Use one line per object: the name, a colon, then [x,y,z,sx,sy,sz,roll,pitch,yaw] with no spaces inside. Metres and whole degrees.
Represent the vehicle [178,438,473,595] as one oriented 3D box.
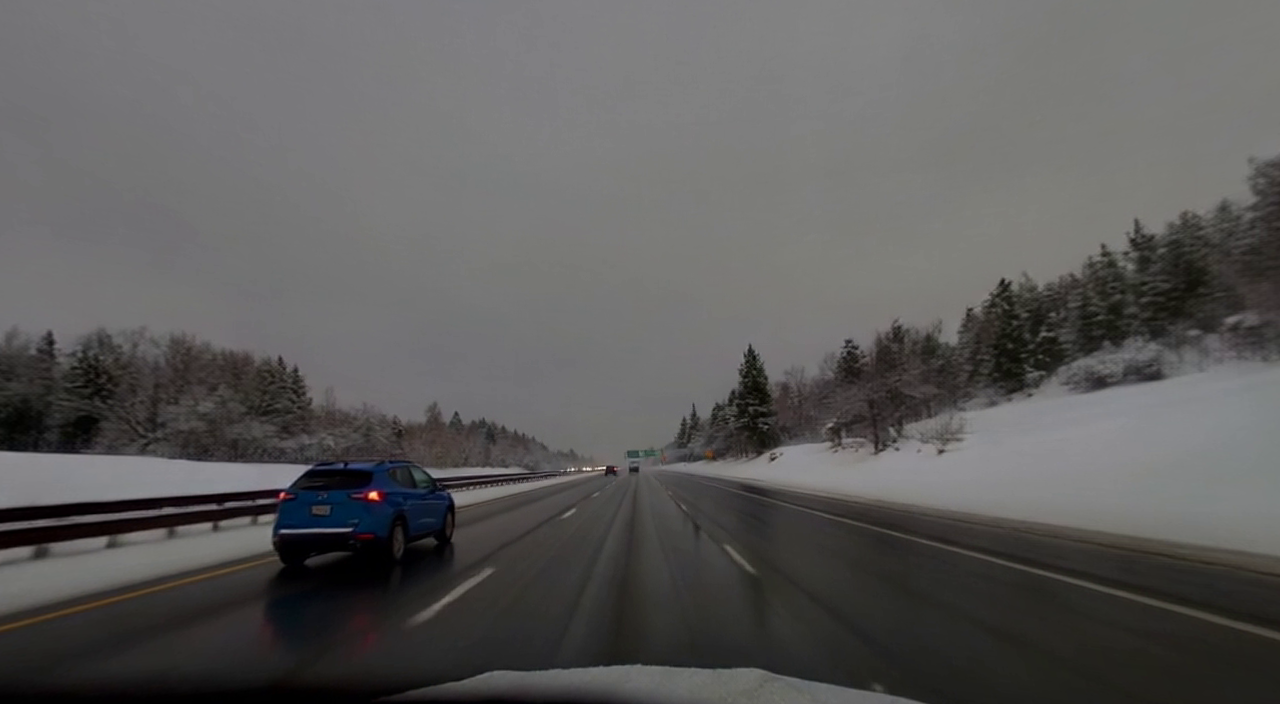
vehicle: [-3.721,2.033,8.442,1.797,1.532,4.072,1,-10,0]
